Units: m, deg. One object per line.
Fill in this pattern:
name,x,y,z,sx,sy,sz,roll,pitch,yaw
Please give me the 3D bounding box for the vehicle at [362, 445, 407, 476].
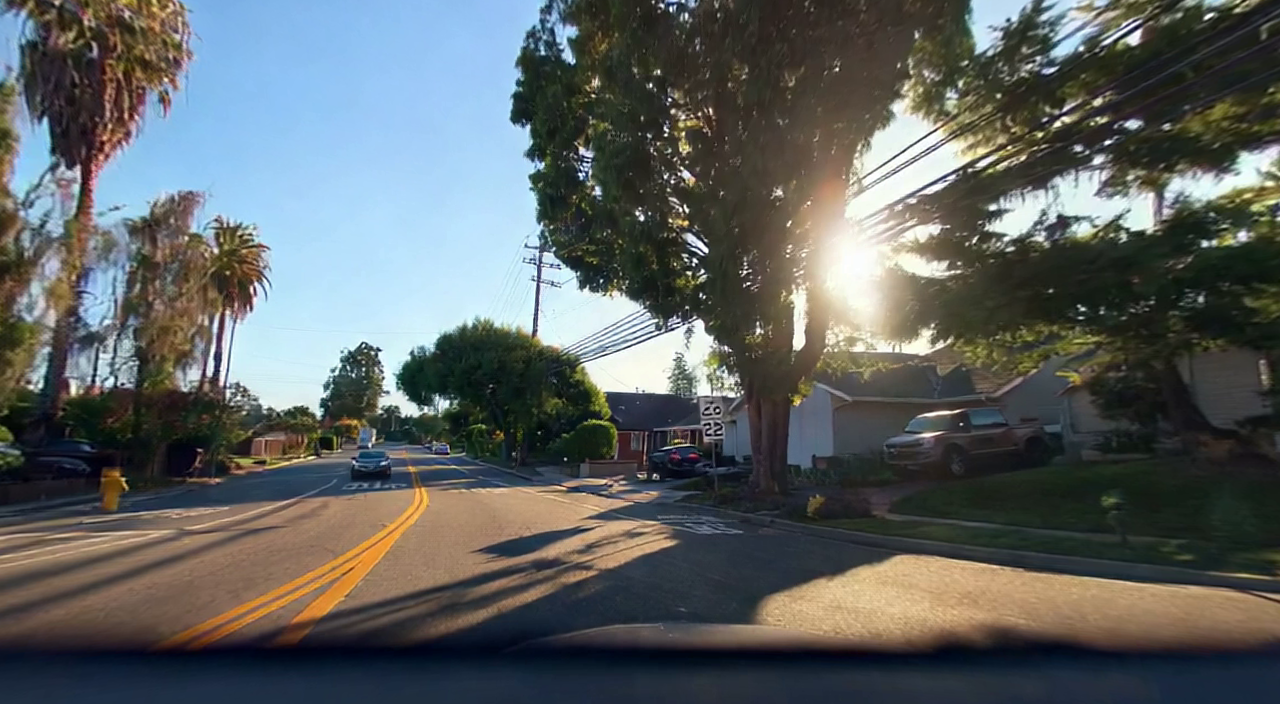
vehicle,-13.676,5.766,33.965,2.061,1.510,4.457,3,-9,-20
